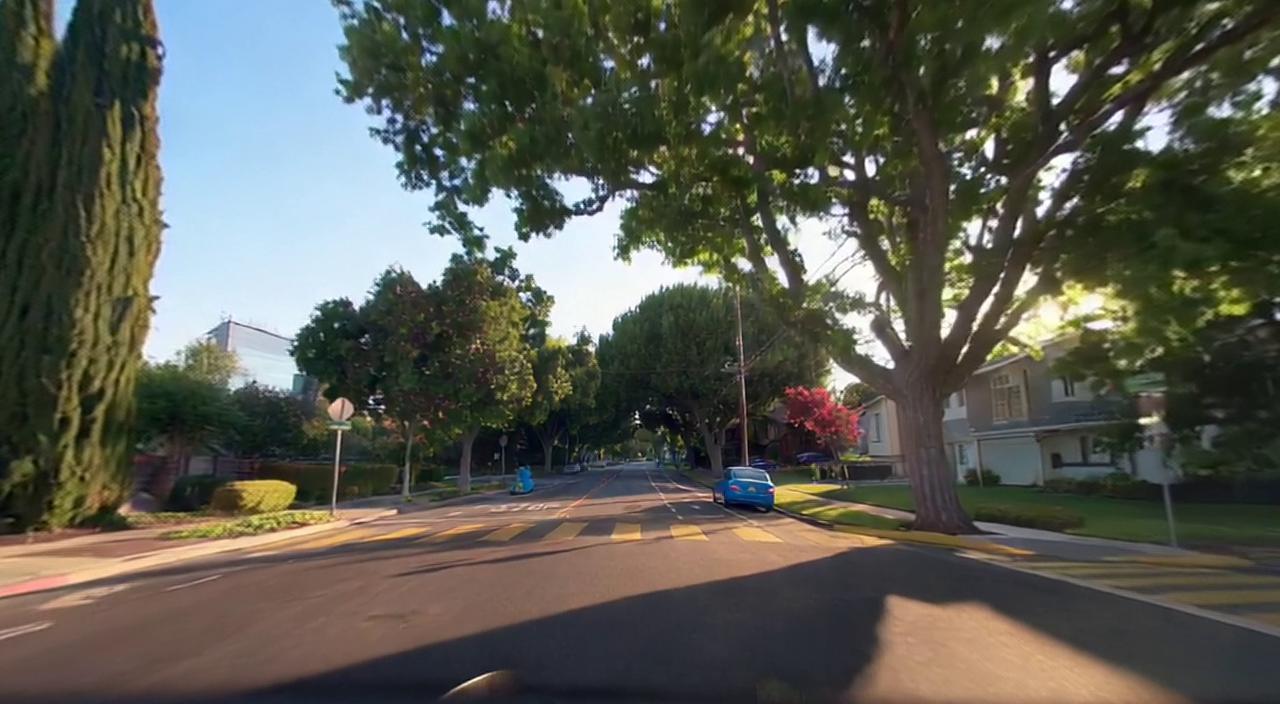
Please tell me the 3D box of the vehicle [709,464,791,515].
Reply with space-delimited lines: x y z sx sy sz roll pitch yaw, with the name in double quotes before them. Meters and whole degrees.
"vehicle" 3.713 4.739 22.256 1.961 1.472 4.434 0 -9 -2
